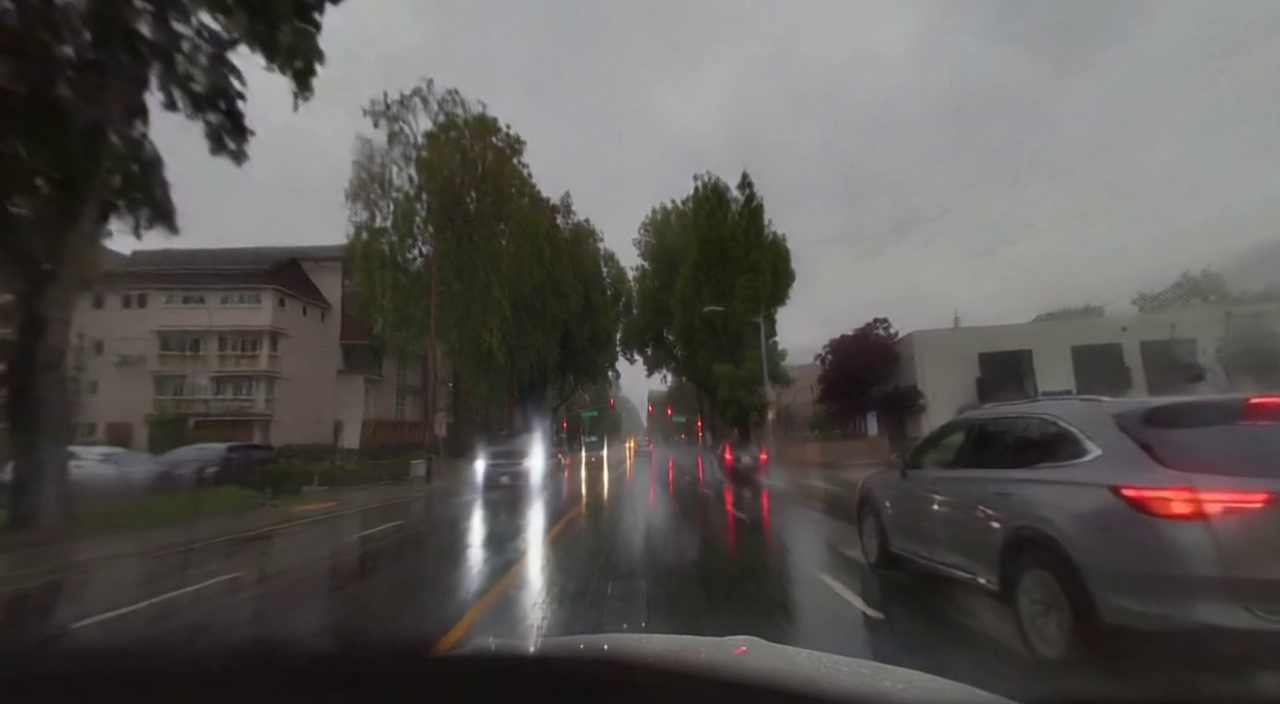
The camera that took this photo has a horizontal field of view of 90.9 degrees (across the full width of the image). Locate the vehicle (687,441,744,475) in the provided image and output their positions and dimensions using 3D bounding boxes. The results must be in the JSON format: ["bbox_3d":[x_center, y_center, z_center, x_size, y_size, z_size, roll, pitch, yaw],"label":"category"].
[{"bbox_3d":[3.468,4.977,29.919,2.072,1.471,4.834,0,-8,-1],"label":"vehicle"}]

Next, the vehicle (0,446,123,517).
[{"bbox_3d":[-14.489,2.865,14.075,4.318,1.483,1.994,8,-11,-42],"label":"vehicle"}]

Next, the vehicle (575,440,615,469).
[{"bbox_3d":[-2.657,6.214,38.476,2.109,1.681,4.417,0,-8,0],"label":"vehicle"}]

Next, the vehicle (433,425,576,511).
[{"bbox_3d":[-3.338,3.038,17.253,2.304,1.886,6.516,0,-8,2],"label":"vehicle"}]

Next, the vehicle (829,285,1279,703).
[{"bbox_3d":[3.277,1.068,4.544,2.251,1.861,5.144,0,-8,0],"label":"vehicle"}]
